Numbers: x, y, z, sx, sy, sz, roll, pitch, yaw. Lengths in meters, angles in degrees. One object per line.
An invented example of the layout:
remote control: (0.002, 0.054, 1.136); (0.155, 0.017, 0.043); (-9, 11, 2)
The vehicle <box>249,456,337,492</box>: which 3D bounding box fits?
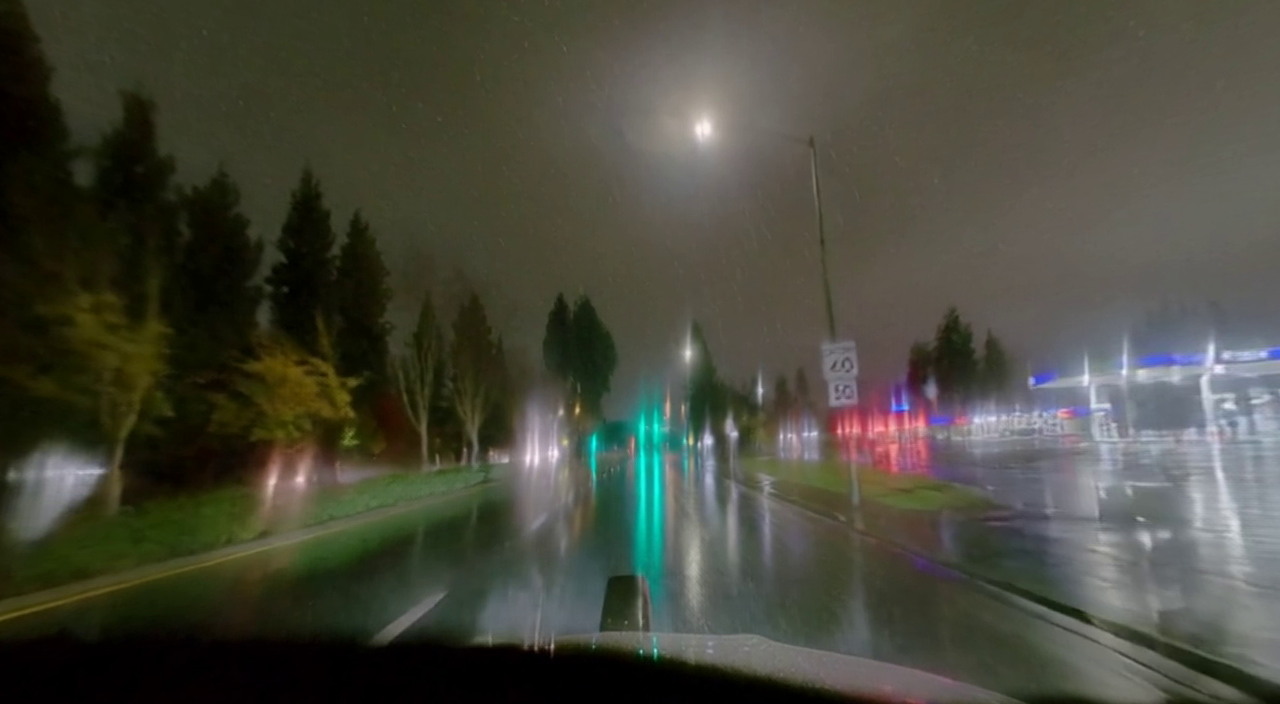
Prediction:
vehicle: (-17.256, 6.063, 31.640); (1.841, 1.642, 4.448); (0, -9, 1)
